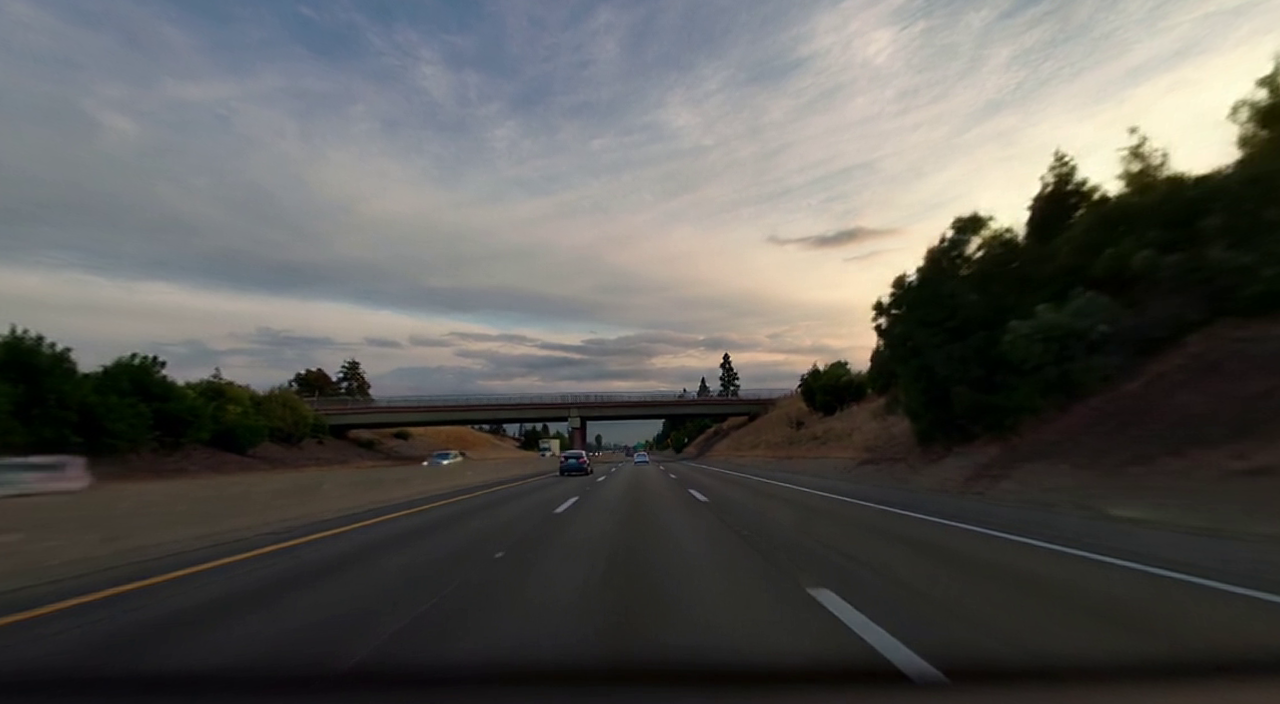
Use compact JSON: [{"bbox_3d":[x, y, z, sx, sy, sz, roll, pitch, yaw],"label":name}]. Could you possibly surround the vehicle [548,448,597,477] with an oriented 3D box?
[{"bbox_3d":[-3.706,6.161,35.362,2.293,1.462,4.452,0,-9,0],"label":"vehicle"}]
